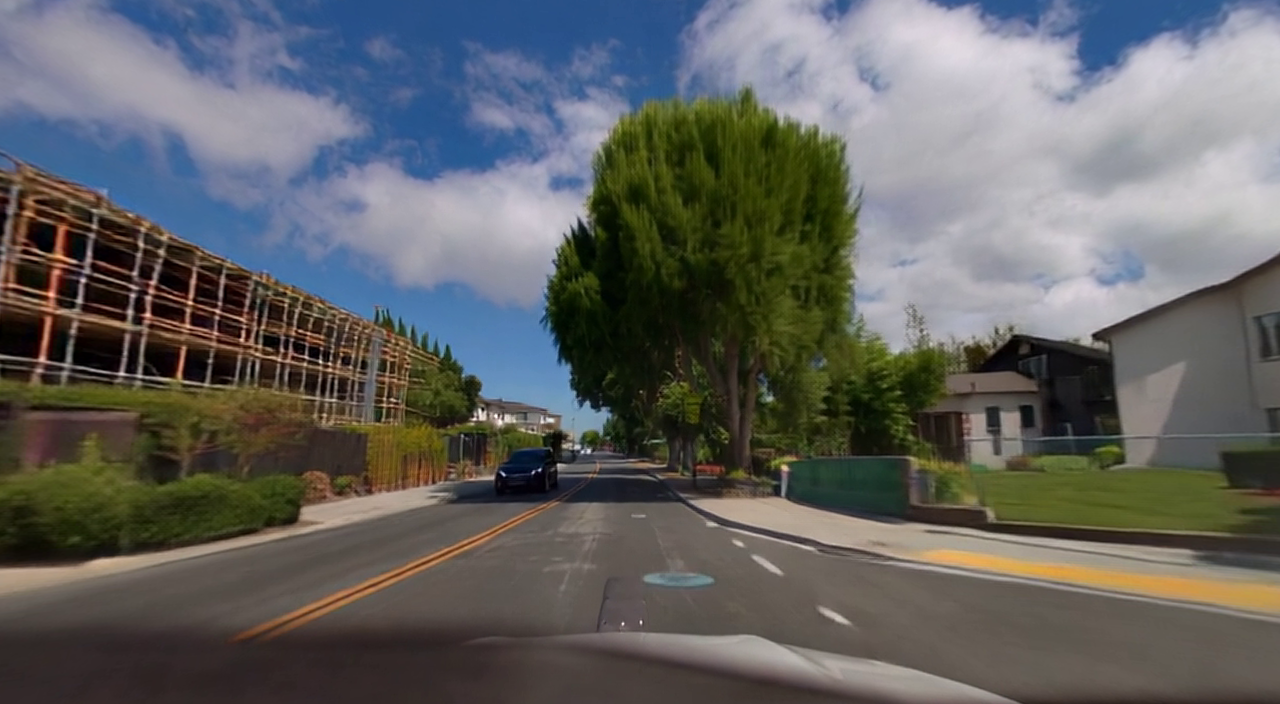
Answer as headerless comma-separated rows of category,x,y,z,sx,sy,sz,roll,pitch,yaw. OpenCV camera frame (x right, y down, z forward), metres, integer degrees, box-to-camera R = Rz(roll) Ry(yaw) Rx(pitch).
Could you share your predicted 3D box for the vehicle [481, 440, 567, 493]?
vehicle,-3.928,4.020,22.158,2.036,1.657,4.391,0,-10,2
